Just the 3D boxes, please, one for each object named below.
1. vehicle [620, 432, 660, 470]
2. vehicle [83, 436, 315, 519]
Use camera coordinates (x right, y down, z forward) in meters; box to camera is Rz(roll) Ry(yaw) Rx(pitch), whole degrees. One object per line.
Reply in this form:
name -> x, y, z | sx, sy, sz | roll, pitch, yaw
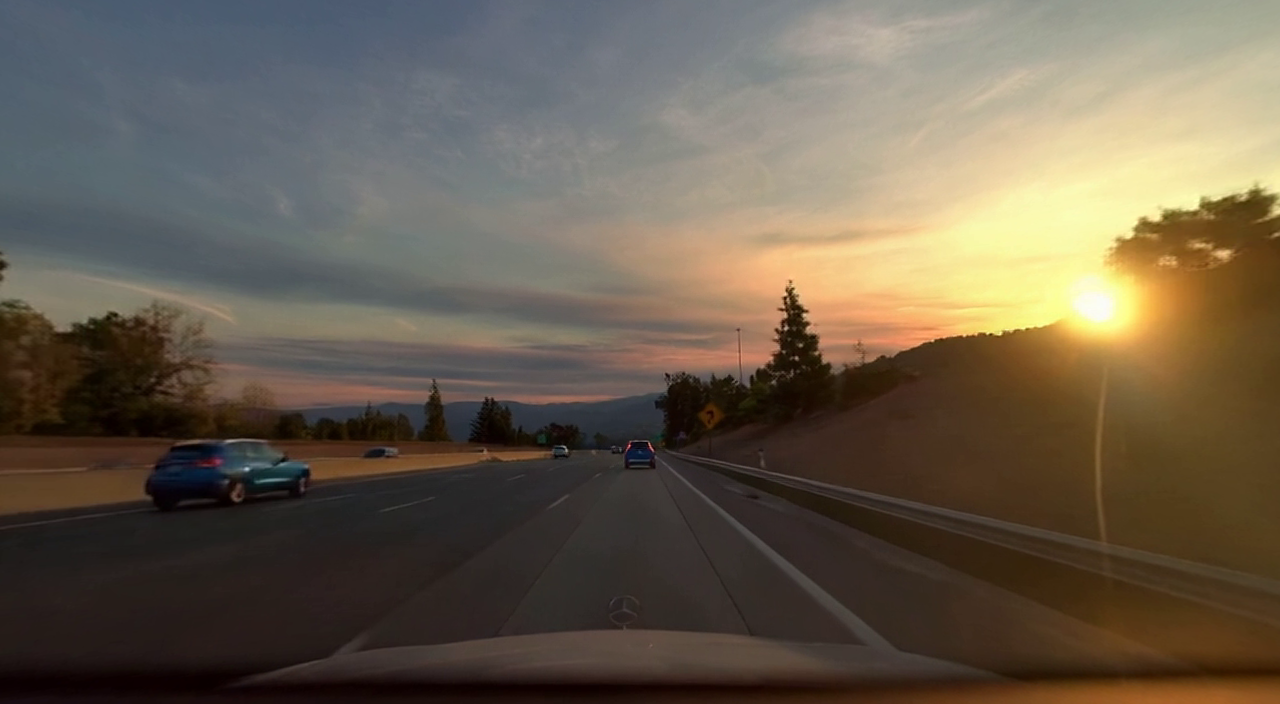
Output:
vehicle -> -0.007, 6.007, 38.390 | 2.318, 2.145, 4.561 | 0, -8, 0
vehicle -> -10.287, 2.930, 15.366 | 2.037, 1.661, 4.885 | 0, -8, 1
